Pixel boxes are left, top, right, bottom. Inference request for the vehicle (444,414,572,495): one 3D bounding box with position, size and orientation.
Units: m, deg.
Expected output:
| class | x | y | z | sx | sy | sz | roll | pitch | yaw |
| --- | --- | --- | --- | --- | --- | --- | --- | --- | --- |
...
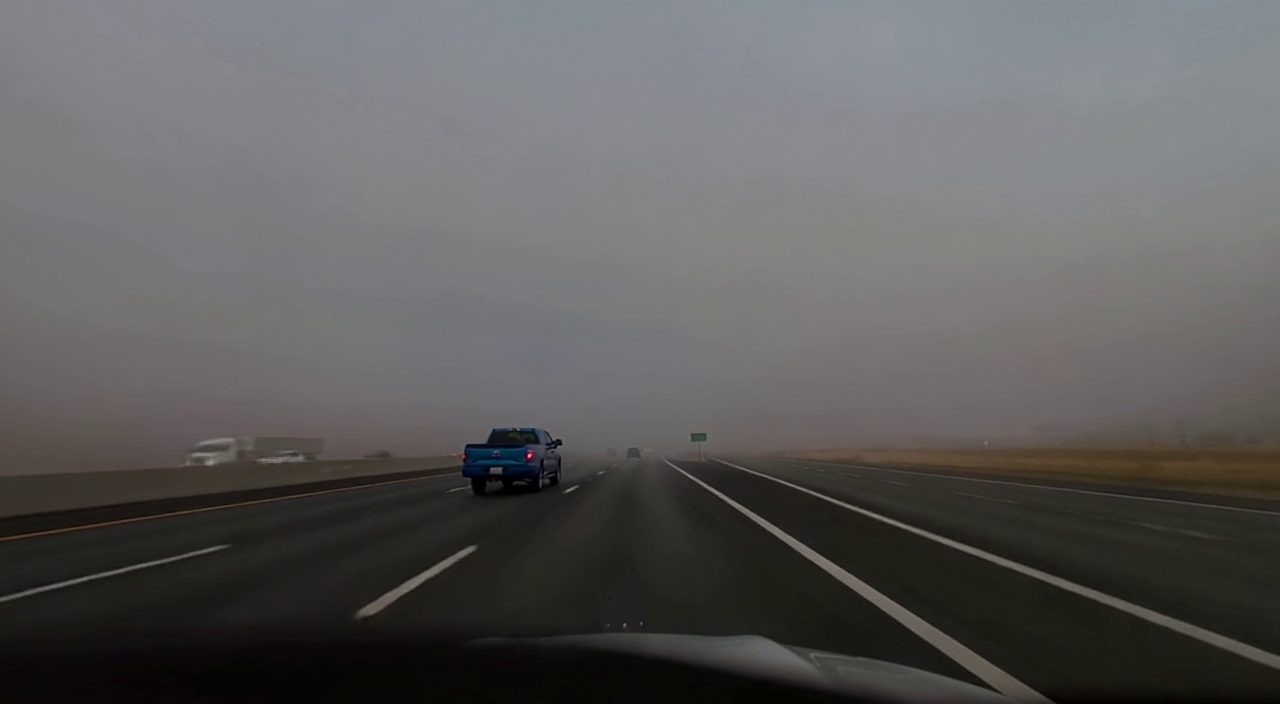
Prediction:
| class | x | y | z | sx | sy | sz | roll | pitch | yaw |
| --- | --- | --- | --- | --- | --- | --- | --- | --- | --- |
| vehicle | -3.790 | 3.132 | 19.584 | 2.601 | 2.084 | 6.068 | 0 | -8 | 1 |
